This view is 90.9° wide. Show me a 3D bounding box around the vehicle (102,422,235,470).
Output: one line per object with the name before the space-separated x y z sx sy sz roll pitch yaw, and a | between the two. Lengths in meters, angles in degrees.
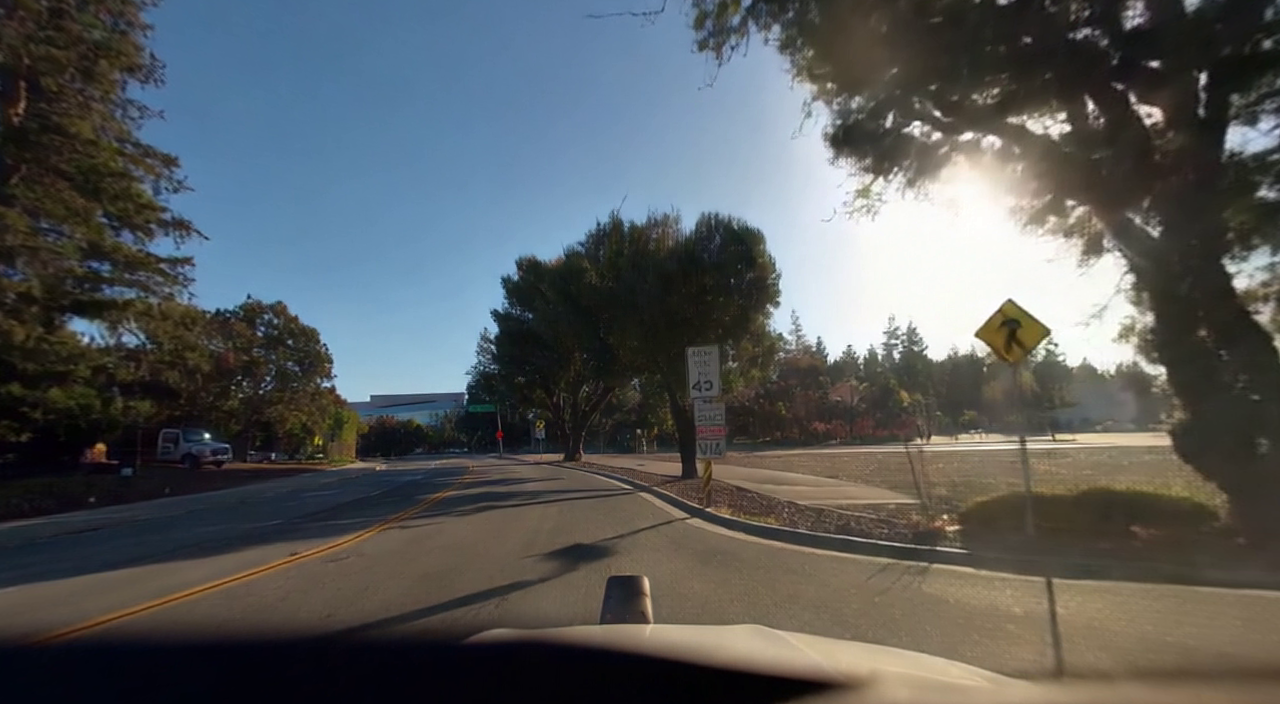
vehicle | -21.001 4.195 28.128 4.699 1.996 2.116 -2 -9 15
